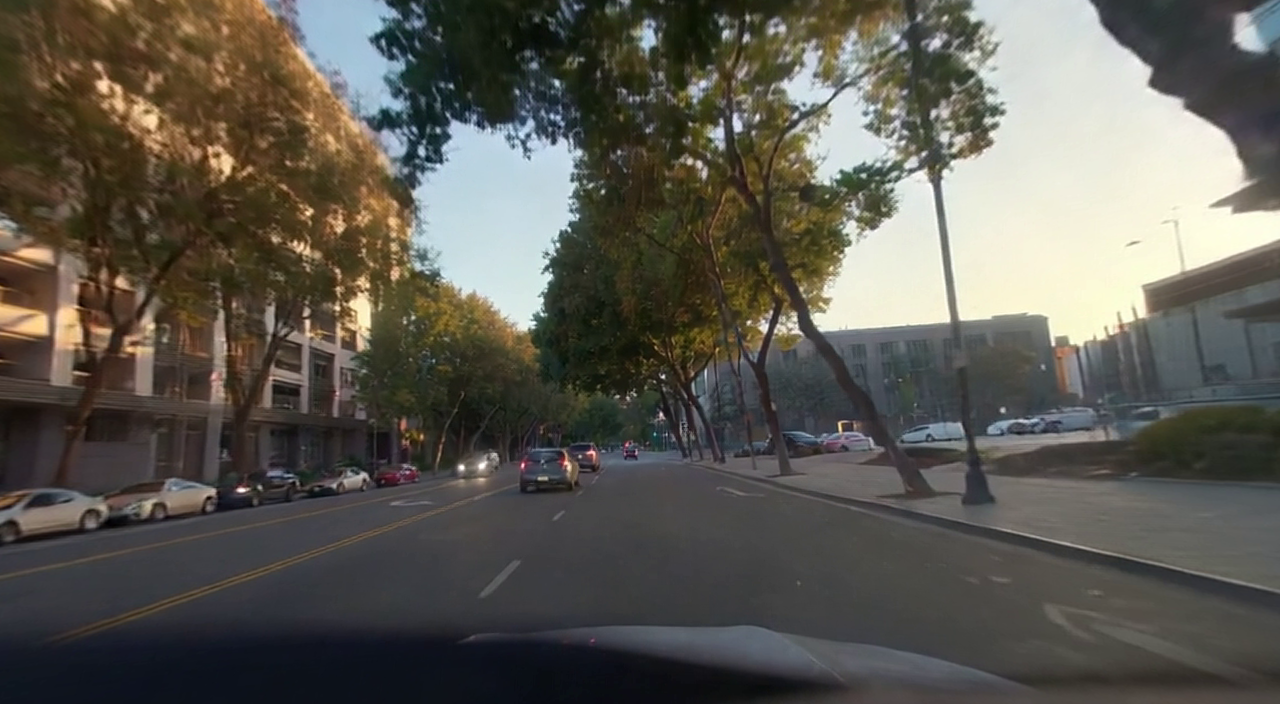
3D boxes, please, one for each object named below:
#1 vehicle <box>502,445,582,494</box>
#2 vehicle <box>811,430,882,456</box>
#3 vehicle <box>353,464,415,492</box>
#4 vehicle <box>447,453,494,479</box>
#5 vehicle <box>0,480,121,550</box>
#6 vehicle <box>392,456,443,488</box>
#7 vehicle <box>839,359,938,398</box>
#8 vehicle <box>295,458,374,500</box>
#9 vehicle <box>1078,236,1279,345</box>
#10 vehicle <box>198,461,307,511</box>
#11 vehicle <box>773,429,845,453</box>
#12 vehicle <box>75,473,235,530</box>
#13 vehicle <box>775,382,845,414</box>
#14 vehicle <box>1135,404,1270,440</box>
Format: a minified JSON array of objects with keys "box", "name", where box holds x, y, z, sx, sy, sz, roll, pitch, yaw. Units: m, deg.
[{"box":[-3.147,3.881,21.238,2.051,1.454,4.132,0,-8,0],"name":"vehicle"},{"box":[12.264,5.404,37.640,3.527,1.496,1.836,0,-7,-4],"name":"vehicle"},{"box":[-16.154,7.936,40.146,2.021,1.438,4.616,-2,-8,0],"name":"vehicle"},{"box":[-10.836,7.304,40.778,1.884,1.518,4.380,0,-8,-1],"name":"vehicle"},{"box":[-15.803,4.144,15.877,1.942,1.431,4.553,-5,-9,-4],"name":"vehicle"},{"box":[-16.373,8.825,46.774,1.917,1.775,5.018,-9,-8,-2],"name":"vehicle"},{"box":[11.512,1.273,29.490,3.827,1.556,1.730,-1,-10,-1],"name":"vehicle"},{"box":[-16.402,6.773,34.155,2.079,1.847,4.592,-4,-8,-1],"name":"vehicle"},{"box":[12.268,-1.316,13.784,3.932,1.743,1.695,-5,-9,2],"name":"vehicle"},{"box":[-16.316,5.630,26.935,1.897,1.805,4.538,0,-8,-3],"name":"vehicle"},{"box":[12.227,6.483,45.944,4.619,1.626,2.121,-1,-10,4],"name":"vehicle"},{"box":[-16.021,4.915,21.261,1.871,1.485,4.573,0,-8,-2],"name":"vehicle"},{"box":[10.905,2.976,40.720,3.826,1.601,1.807,-4,-8,-6],"name":"vehicle"},{"box":[25.113,3.147,28.305,4.215,1.545,1.897,0,-8,-1],"name":"vehicle"}]
